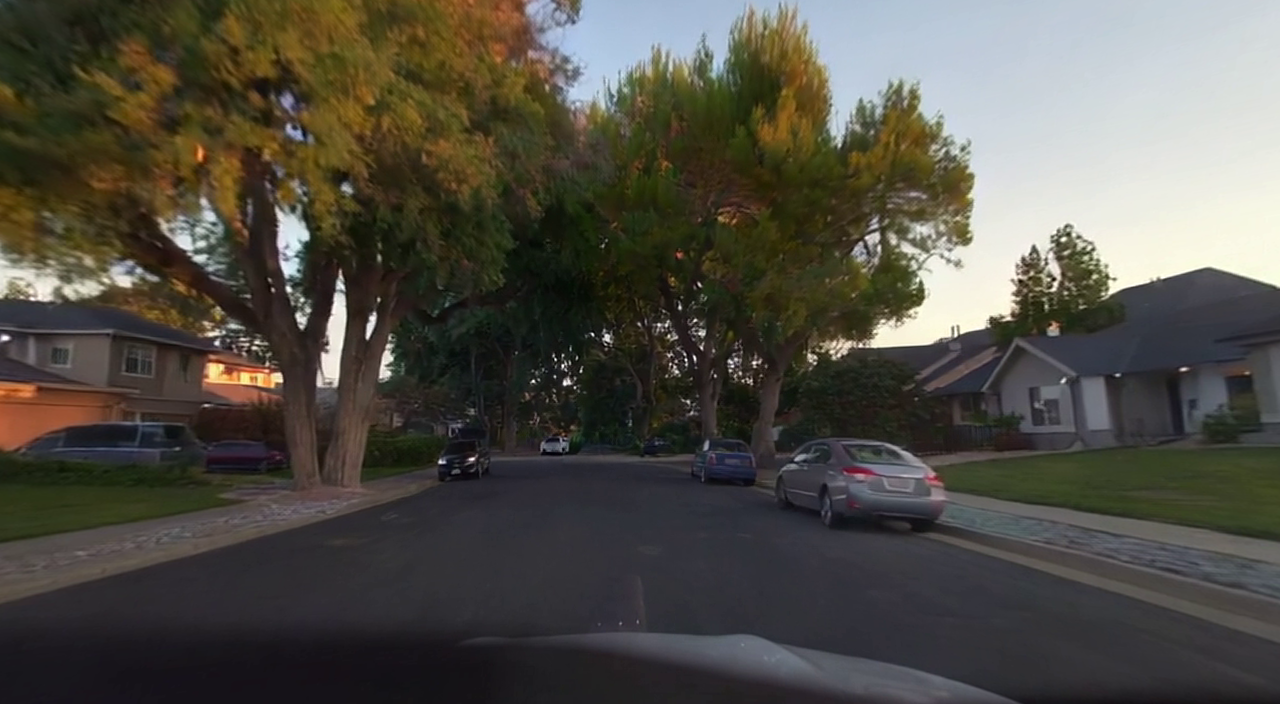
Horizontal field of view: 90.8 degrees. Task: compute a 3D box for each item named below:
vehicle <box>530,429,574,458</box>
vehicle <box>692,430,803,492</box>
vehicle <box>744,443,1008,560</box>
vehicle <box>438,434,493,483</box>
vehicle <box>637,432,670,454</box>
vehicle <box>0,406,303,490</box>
[{"bbox_3d":[-6.987,7.159,49.660,2.371,2.138,5.373,2,-8,-19],"label":"vehicle"},{"bbox_3d":[3.248,3.394,20.175,1.993,1.720,4.583,2,-8,-11],"label":"vehicle"},{"bbox_3d":[3.459,2.258,10.532,1.984,1.437,4.726,1,-8,-9],"label":"vehicle"},{"bbox_3d":[-7.384,4.431,26.801,1.976,1.855,4.299,2,-8,-15],"label":"vehicle"},{"bbox_3d":[1.095,7.158,49.567,2.258,1.675,4.032,-1,-9,6],"label":"vehicle"},{"bbox_3d":[-12.980,2.580,17.394,6.197,1.824,2.113,0,-8,-17],"label":"vehicle"}]
